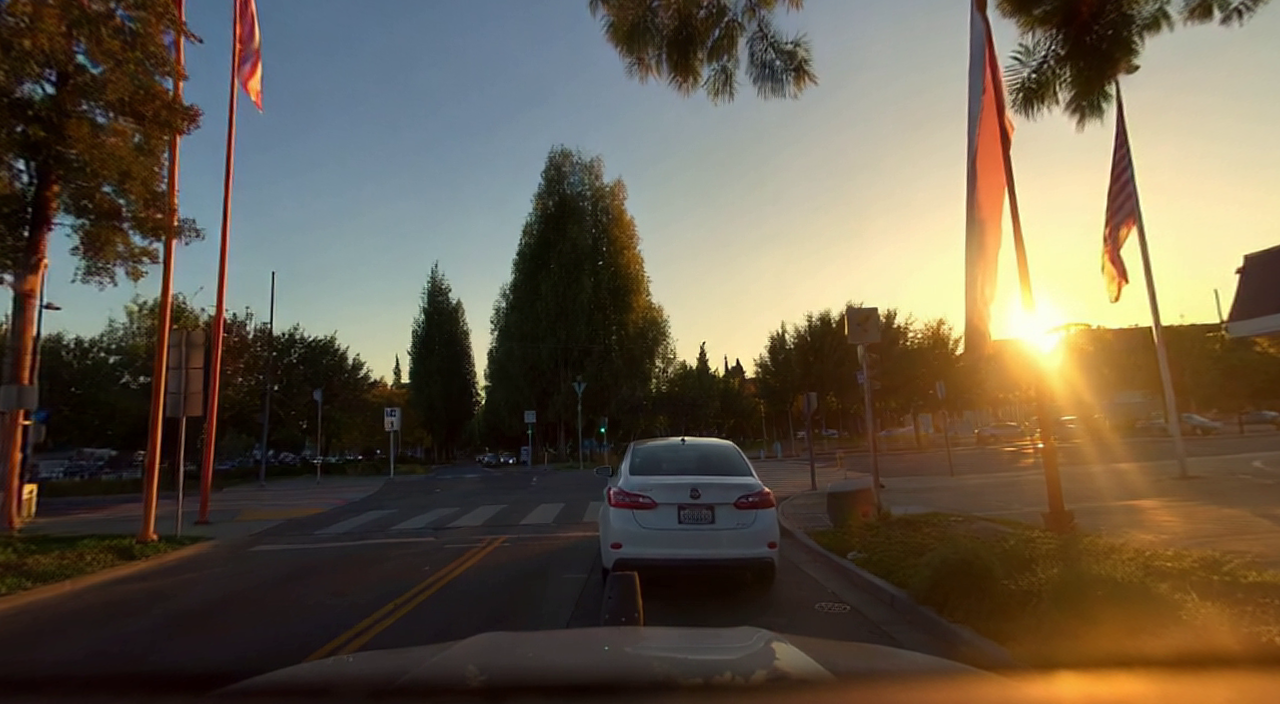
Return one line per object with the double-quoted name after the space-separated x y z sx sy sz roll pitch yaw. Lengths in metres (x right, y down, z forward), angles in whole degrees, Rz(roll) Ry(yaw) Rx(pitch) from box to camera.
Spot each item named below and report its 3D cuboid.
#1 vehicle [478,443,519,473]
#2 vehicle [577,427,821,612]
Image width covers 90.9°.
-9.986 7.486 44.736 2.212 1.948 4.537 0 -9 -5 "vehicle"
0.395 1.647 7.012 1.985 1.463 3.647 0 -9 -3 "vehicle"
